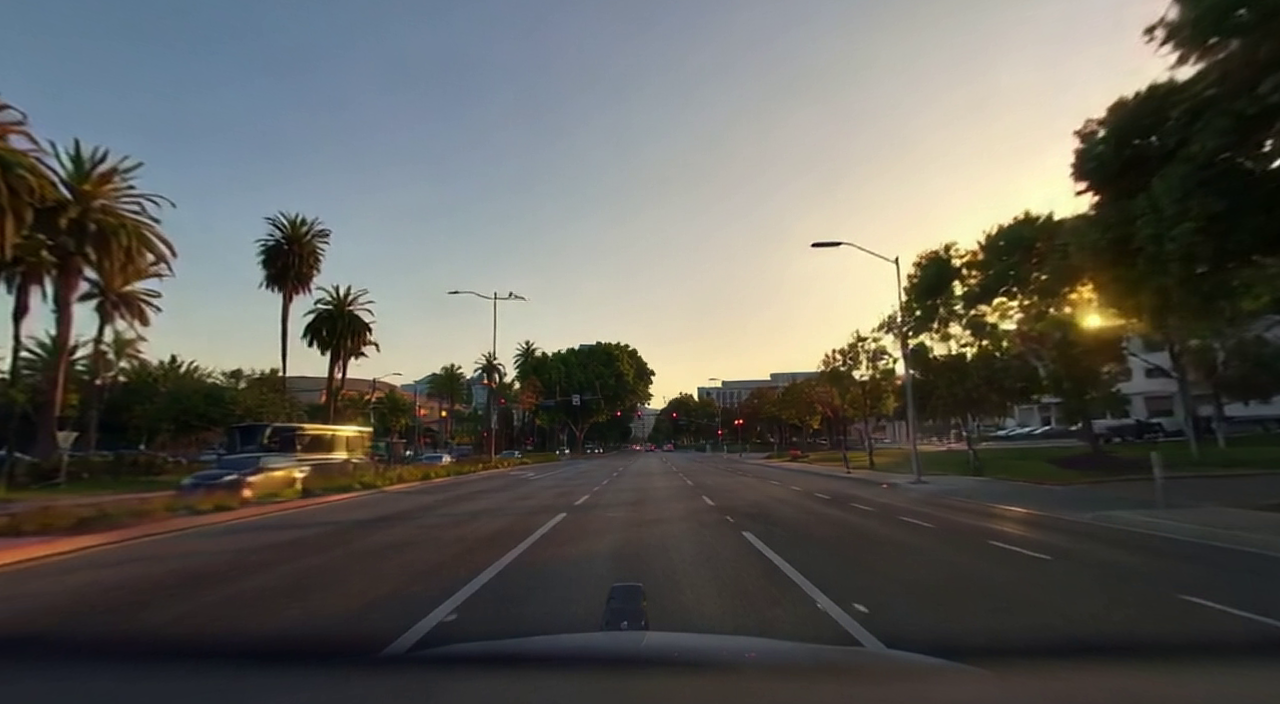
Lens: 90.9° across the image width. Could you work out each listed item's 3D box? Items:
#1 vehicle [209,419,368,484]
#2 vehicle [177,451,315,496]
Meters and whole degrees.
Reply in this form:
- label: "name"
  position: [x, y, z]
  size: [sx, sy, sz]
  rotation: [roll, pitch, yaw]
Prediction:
- label: "vehicle"
  position: [-21.297, 6.179, 39.664]
  size: [3.013, 3.417, 12.442]
  rotation: [0, -8, -1]
- label: "vehicle"
  position: [-14.885, 4.587, 24.203]
  size: [2.130, 1.509, 4.644]
  rotation: [-1, -8, 3]
